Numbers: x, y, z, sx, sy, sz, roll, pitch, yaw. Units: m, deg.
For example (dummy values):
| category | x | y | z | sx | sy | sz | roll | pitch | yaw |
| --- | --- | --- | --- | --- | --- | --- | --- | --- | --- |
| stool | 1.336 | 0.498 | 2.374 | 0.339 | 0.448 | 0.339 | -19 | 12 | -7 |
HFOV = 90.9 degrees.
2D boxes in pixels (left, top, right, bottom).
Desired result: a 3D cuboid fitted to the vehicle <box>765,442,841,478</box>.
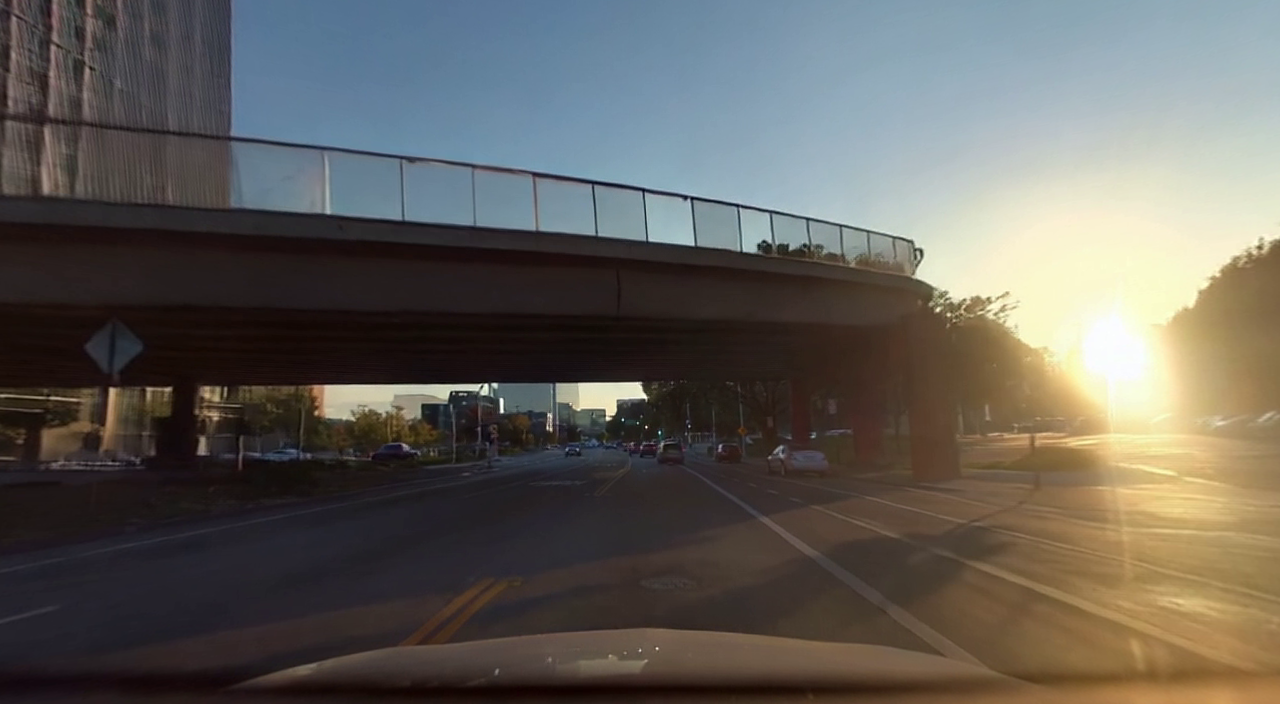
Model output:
| category | x | y | z | sx | sy | sz | roll | pitch | yaw |
| --- | --- | --- | --- | --- | --- | --- | --- | --- | --- |
| vehicle | 7.043 | 4.690 | 27.720 | 2.035 | 1.435 | 4.481 | 0 | -9 | -1 |

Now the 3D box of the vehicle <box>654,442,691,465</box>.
| category | x | y | z | sx | sy | sz | roll | pitch | yaw |
| --- | --- | --- | --- | --- | --- | --- | --- | --- | --- |
| vehicle | 2.111 | 6.757 | 42.003 | 2.280 | 1.475 | 4.051 | 0 | -9 | 0 |

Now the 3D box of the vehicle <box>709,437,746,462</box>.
| category | x | y | z | sx | sy | sz | roll | pitch | yaw |
| --- | --- | --- | --- | --- | --- | --- | --- | --- | --- |
| vehicle | 6.874 | 7.709 | 49.911 | 2.154 | 1.915 | 4.908 | 0 | -9 | -1 |
